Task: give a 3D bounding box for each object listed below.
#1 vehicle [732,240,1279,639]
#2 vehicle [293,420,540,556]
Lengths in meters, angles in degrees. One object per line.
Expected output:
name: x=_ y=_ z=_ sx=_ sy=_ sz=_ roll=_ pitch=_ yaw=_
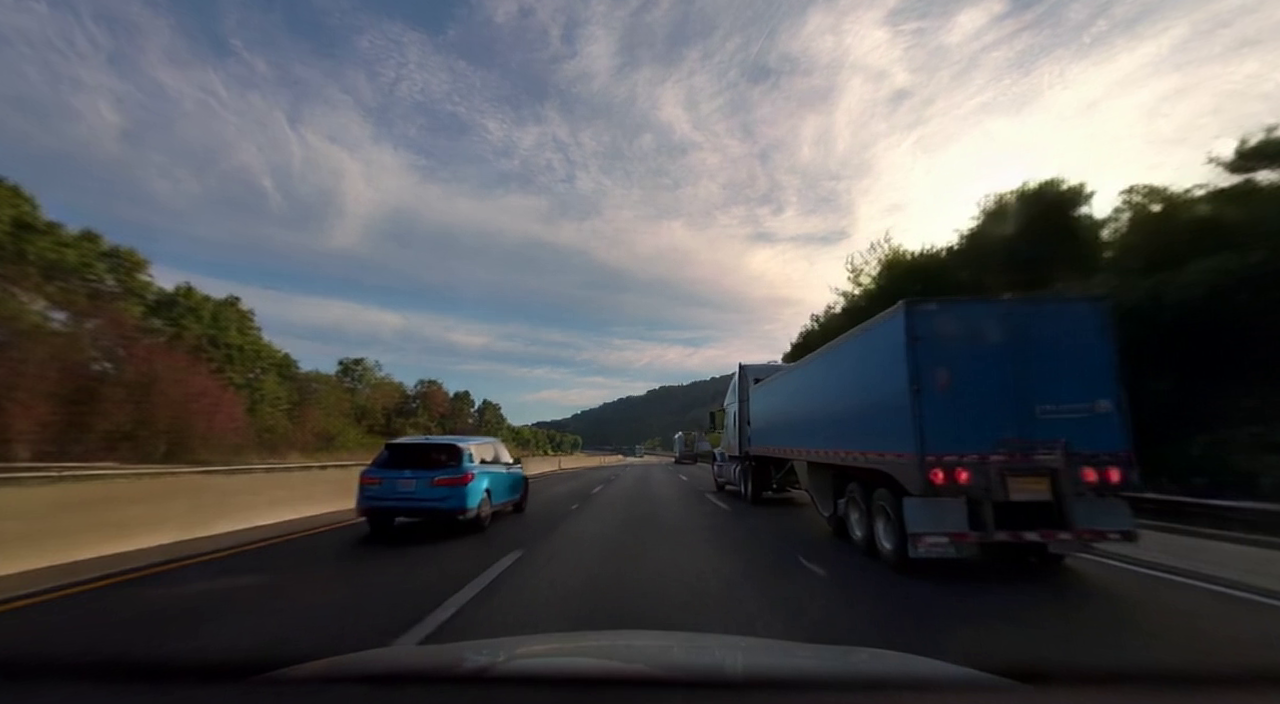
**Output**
vehicle: x=4.316 y=1.773 z=12.416 sx=2.868 sy=3.427 sz=14.032 roll=0 pitch=-9 yaw=0
vehicle: x=-3.161 y=2.054 z=10.168 sx=2.297 sy=1.683 sz=4.385 roll=0 pitch=-9 yaw=1
